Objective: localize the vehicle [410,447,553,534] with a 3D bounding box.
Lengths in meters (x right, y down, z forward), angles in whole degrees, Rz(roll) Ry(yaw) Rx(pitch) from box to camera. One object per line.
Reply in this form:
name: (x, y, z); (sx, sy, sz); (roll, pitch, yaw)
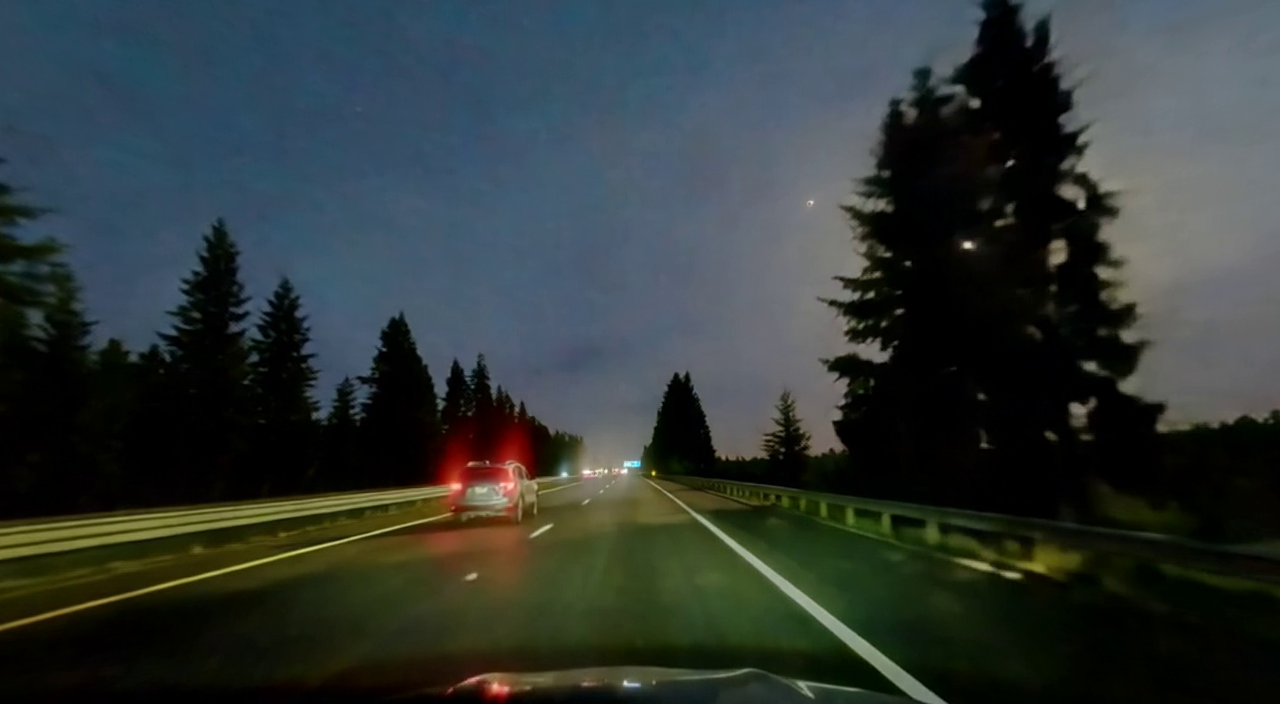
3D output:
vehicle: (-3.460, 3.172, 14.819); (2.107, 1.668, 4.554); (1, -11, 1)
